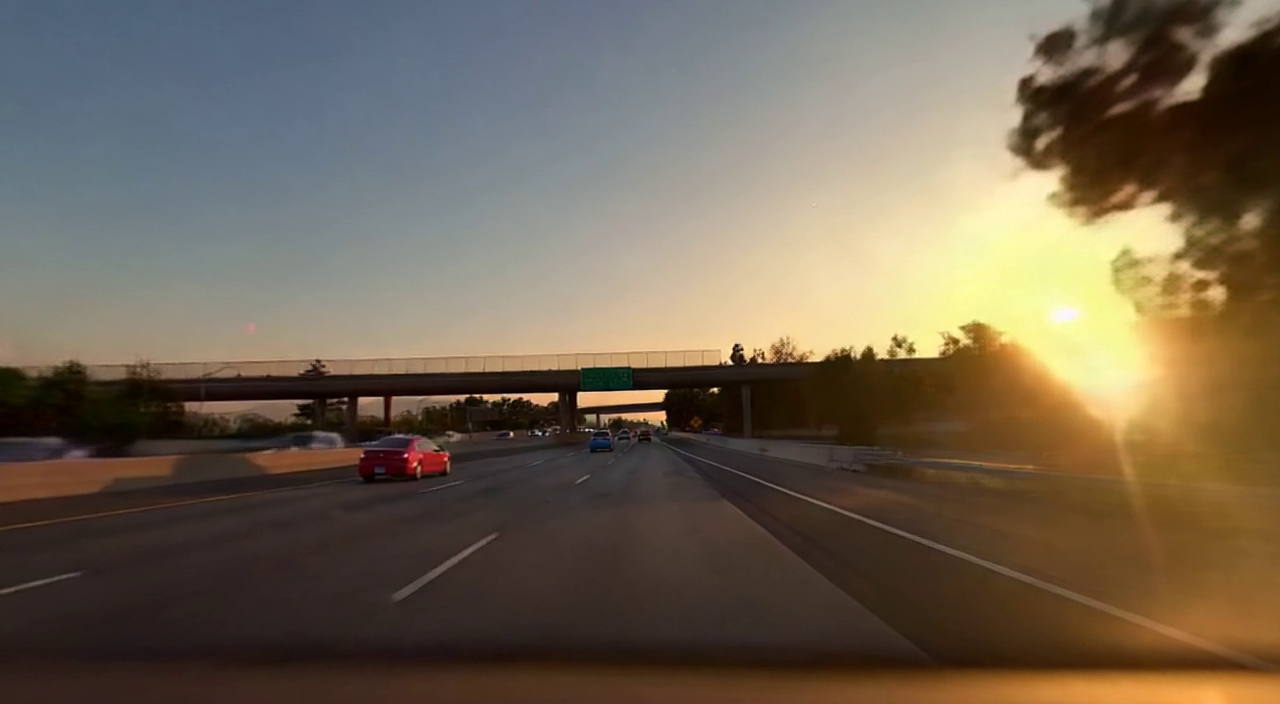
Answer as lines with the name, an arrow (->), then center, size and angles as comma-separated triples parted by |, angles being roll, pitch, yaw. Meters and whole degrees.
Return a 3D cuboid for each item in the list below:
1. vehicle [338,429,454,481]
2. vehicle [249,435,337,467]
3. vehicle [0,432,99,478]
vehicle -> -7.708, 3.283, 20.402 | 1.987, 1.486, 4.174 | 0, -8, 2
vehicle -> -17.354, 4.983, 31.802 | 1.840, 1.490, 4.438 | 0, -8, 1
vehicle -> -25.092, 4.132, 25.476 | 2.027, 1.700, 4.915 | 0, -8, 1
